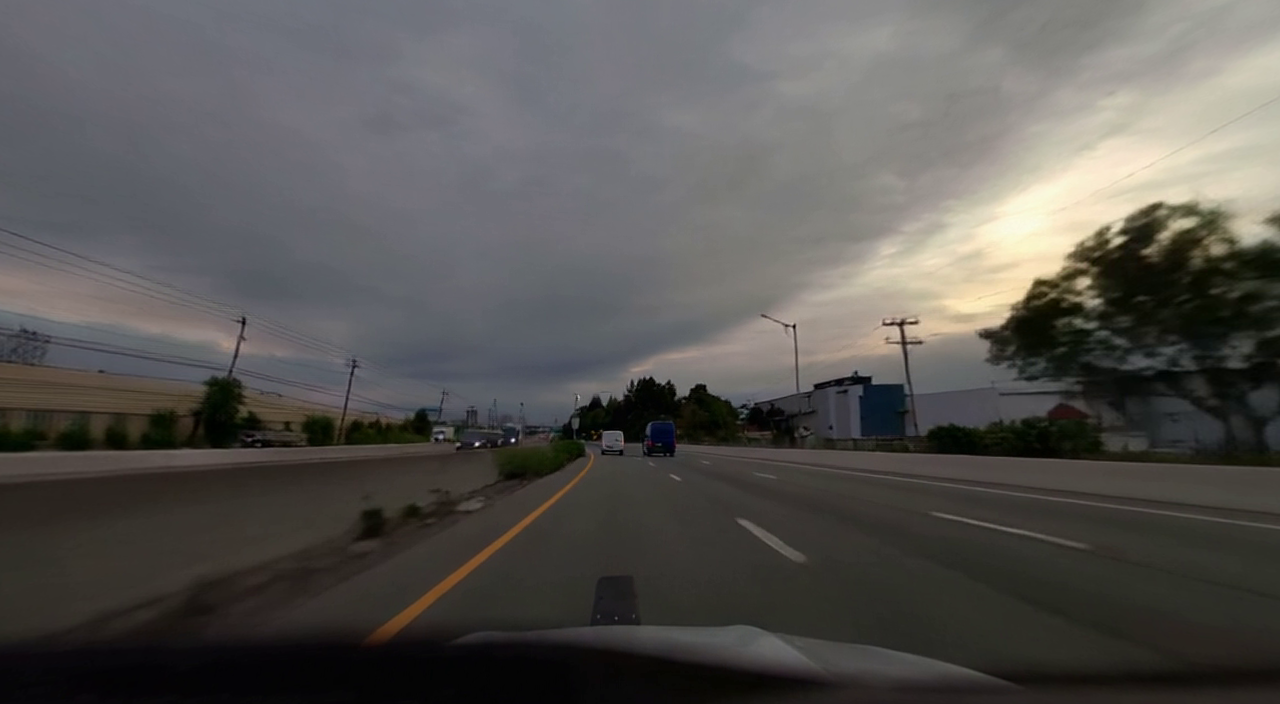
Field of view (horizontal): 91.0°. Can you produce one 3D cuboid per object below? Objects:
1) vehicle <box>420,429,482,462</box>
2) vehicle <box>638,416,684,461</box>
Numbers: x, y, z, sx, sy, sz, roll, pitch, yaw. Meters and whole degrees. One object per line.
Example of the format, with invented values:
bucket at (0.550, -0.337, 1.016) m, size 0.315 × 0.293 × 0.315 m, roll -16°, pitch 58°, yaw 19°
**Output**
vehicle at (-9.522, 4.756, 32.083) m, size 1.952 × 1.508 × 4.321 m, roll 0°, pitch -8°, yaw -2°
vehicle at (1.466, 6.661, 48.297) m, size 2.713 × 3.140 × 6.640 m, roll 0°, pitch -8°, yaw -5°
